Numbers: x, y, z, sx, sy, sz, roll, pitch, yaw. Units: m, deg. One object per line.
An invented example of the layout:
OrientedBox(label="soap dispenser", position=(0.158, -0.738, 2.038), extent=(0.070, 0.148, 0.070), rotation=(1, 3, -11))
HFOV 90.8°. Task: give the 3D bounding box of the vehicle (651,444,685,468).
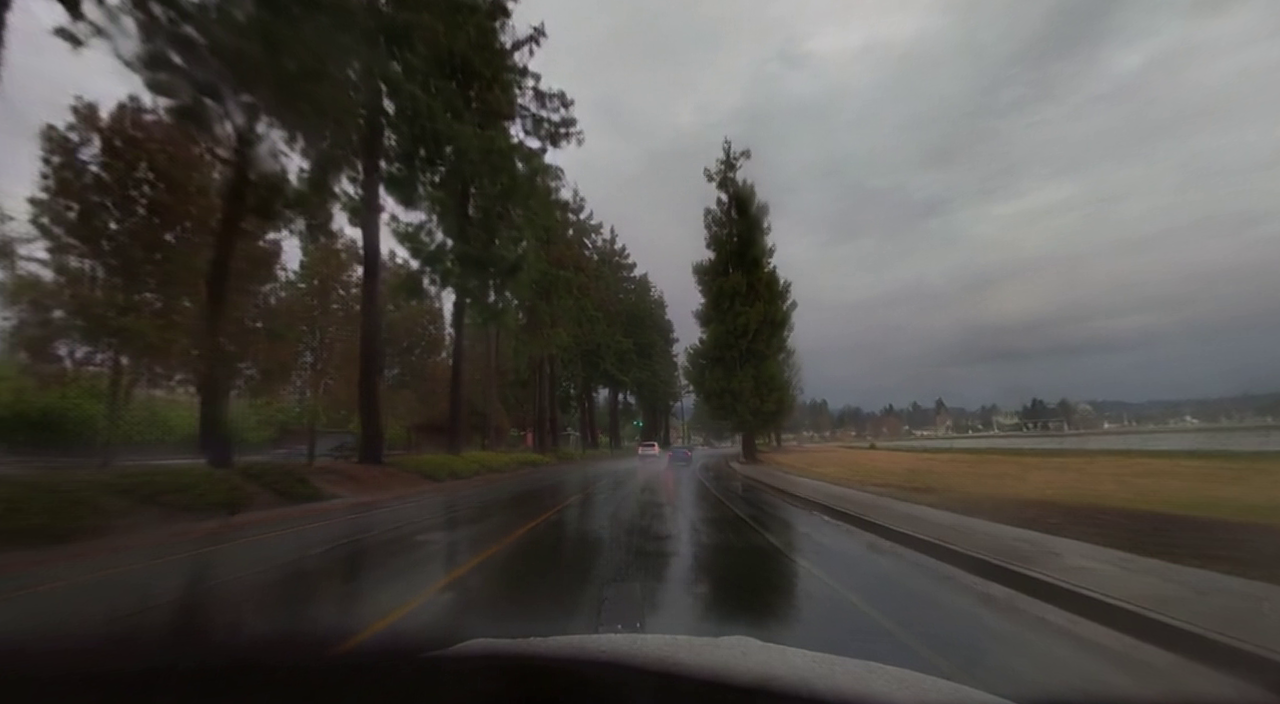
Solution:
OrientedBox(label="vehicle", position=(1.900, 6.881, 42.037), extent=(2.071, 1.474, 4.047), rotation=(-1, -8, 5))
